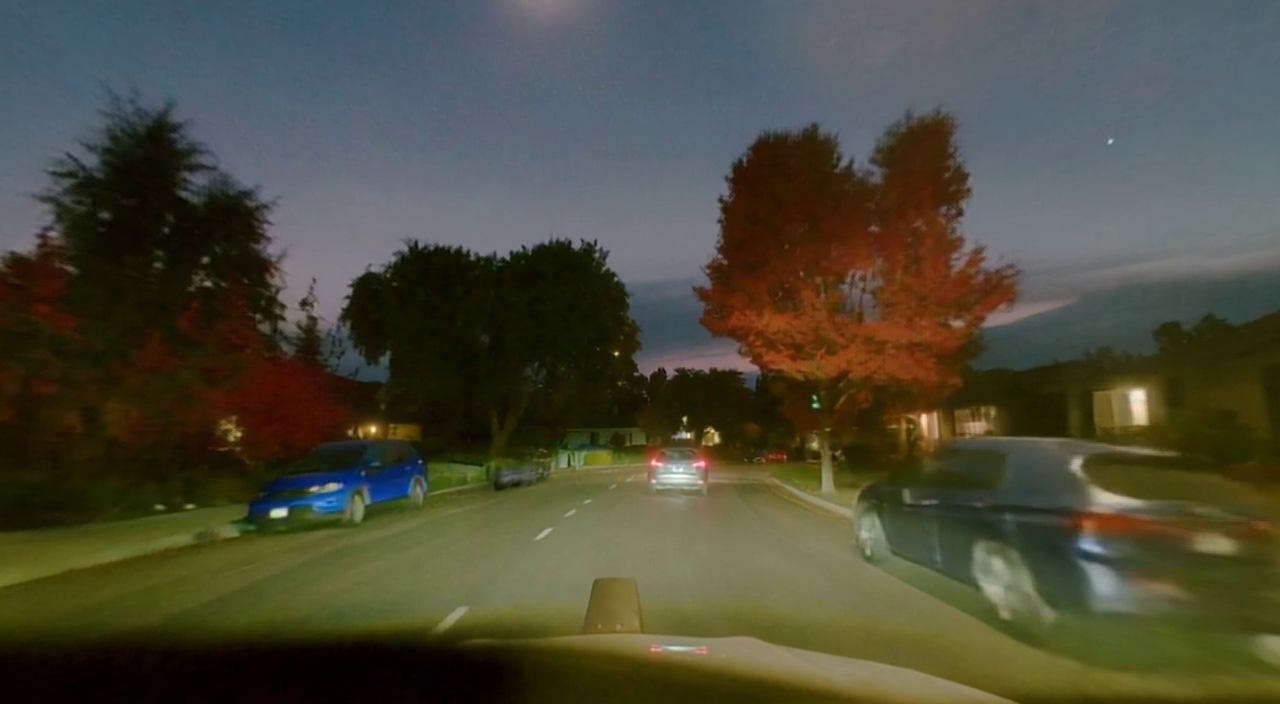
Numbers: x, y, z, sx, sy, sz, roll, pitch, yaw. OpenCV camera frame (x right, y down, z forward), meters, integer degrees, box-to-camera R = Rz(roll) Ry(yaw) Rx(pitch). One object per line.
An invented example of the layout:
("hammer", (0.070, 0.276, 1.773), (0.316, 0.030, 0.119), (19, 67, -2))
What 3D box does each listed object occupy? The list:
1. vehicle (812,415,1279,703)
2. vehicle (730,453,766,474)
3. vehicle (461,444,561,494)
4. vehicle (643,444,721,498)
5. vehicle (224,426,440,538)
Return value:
("vehicle", (3.500, 1.422, 5.530), (2.429, 1.502, 4.474), (1, -9, -4))
("vehicle", (8.303, 8.589, 48.924), (2.089, 1.462, 4.529), (0, -9, 2))
("vehicle", (-5.126, 4.732, 25.998), (2.641, 1.747, 4.738), (-3, -9, 7))
("vehicle", (1.385, 3.647, 19.866), (2.192, 1.474, 4.192), (-1, -9, 6))
("vehicle", (-6.154, 2.640, 13.463), (2.235, 1.851, 4.662), (-3, -9, 1))
